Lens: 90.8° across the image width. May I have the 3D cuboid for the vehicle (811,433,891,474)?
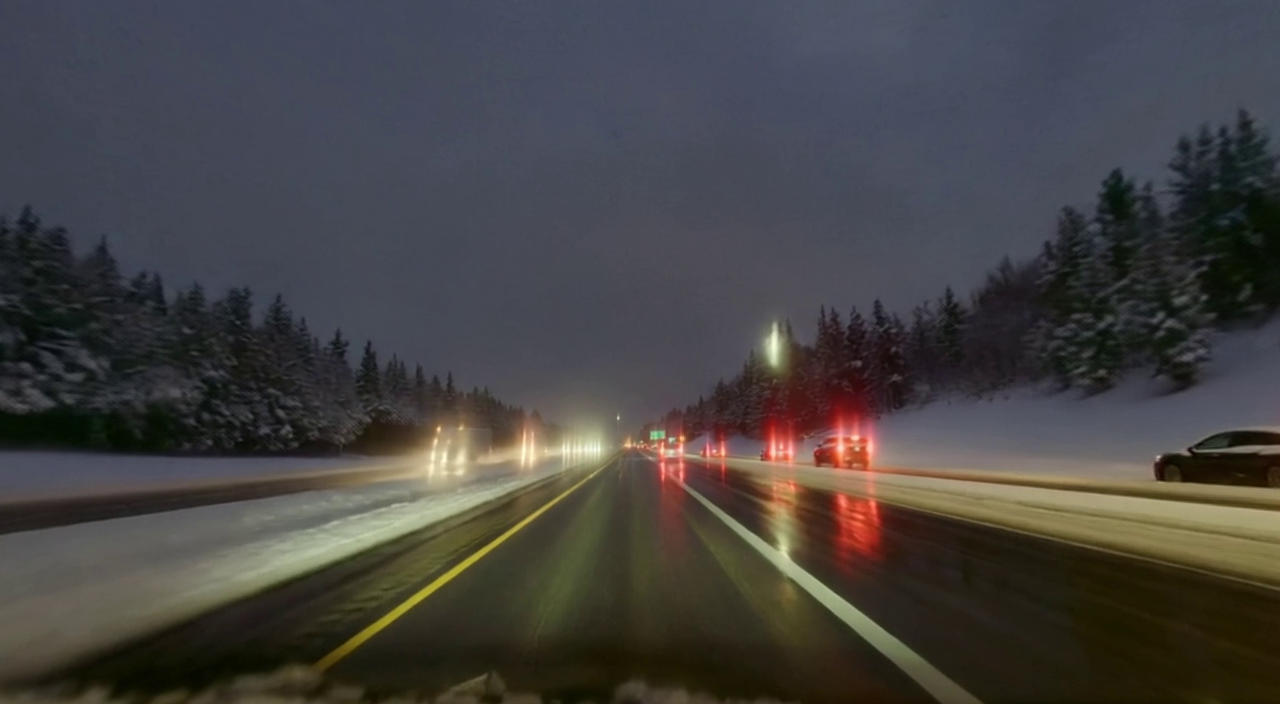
[{"bbox_3d":[9.961,4.838,30.255,2.098,1.820,4.505,0,-9,-2],"label":"vehicle"}]

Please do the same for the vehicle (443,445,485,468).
[{"bbox_3d":[-12.995,7.705,46.840,1.936,1.573,4.320,0,-9,-1],"label":"vehicle"}]

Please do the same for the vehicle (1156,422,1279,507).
[{"bbox_3d":[14.011,2.403,13.640,1.957,1.709,4.387,0,-9,-1],"label":"vehicle"}]

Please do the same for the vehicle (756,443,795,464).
[{"bbox_3d":[10.299,7.758,48.367,1.931,1.479,4.183,0,-9,-2],"label":"vehicle"}]
